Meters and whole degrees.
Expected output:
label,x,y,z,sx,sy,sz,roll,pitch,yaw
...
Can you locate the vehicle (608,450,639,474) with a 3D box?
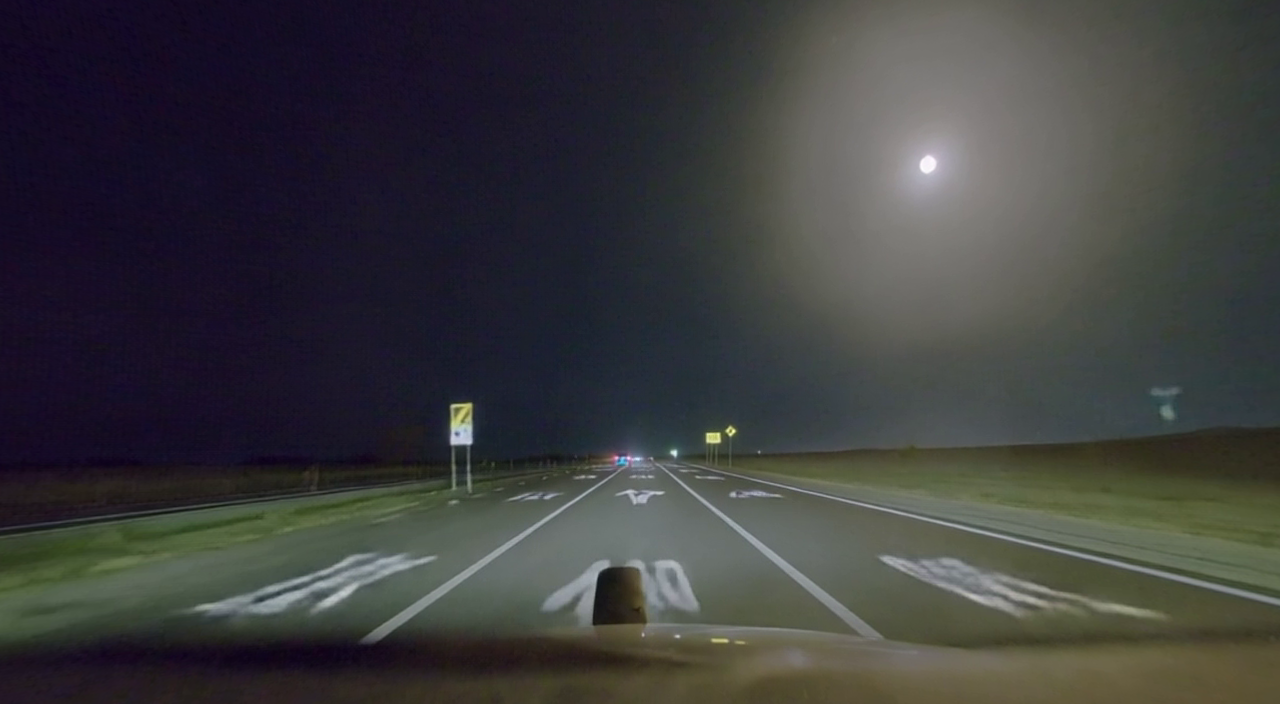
label,x,y,z,sx,sy,sz,roll,pitch,yaw
vehicle,-1.143,7.909,45.558,2.053,1.647,4.252,0,-9,2
